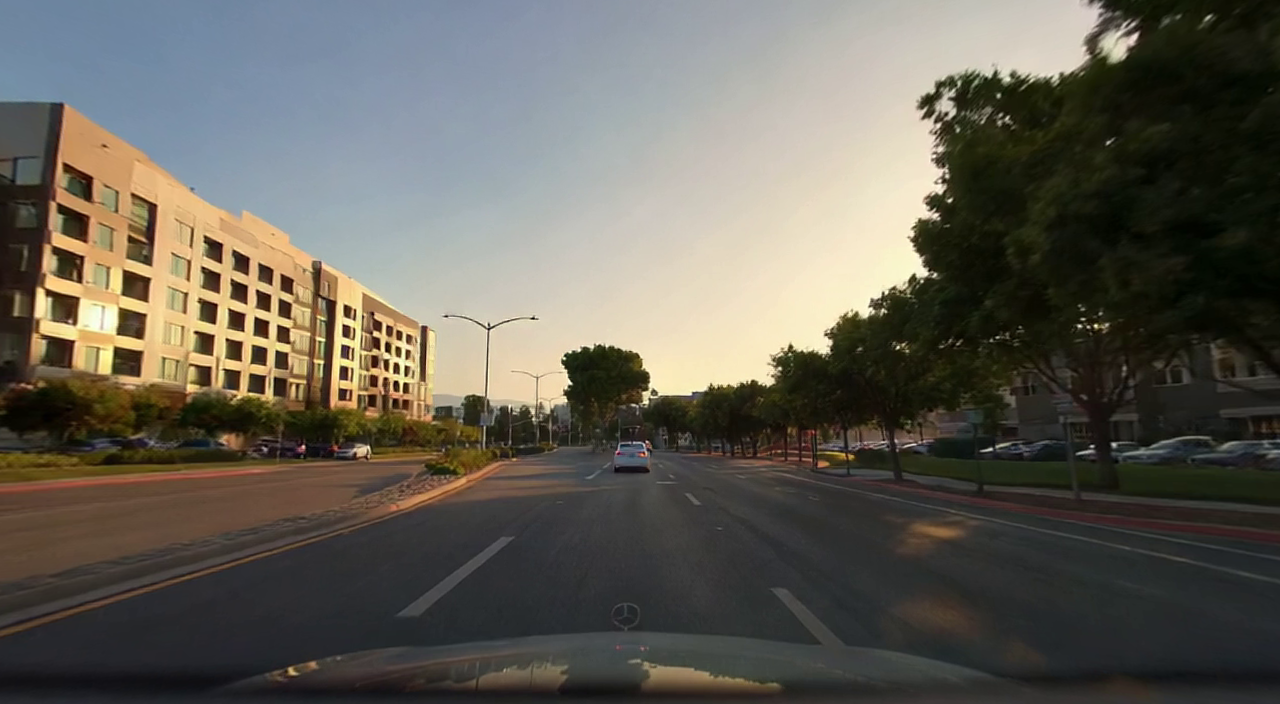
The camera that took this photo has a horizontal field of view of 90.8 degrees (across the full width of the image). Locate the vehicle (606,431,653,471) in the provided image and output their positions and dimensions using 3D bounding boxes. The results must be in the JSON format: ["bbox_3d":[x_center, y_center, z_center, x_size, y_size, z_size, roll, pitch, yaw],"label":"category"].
[{"bbox_3d":[-0.512,5.079,32.504,2.260,1.872,4.578,0,-8,0],"label":"vehicle"}]
